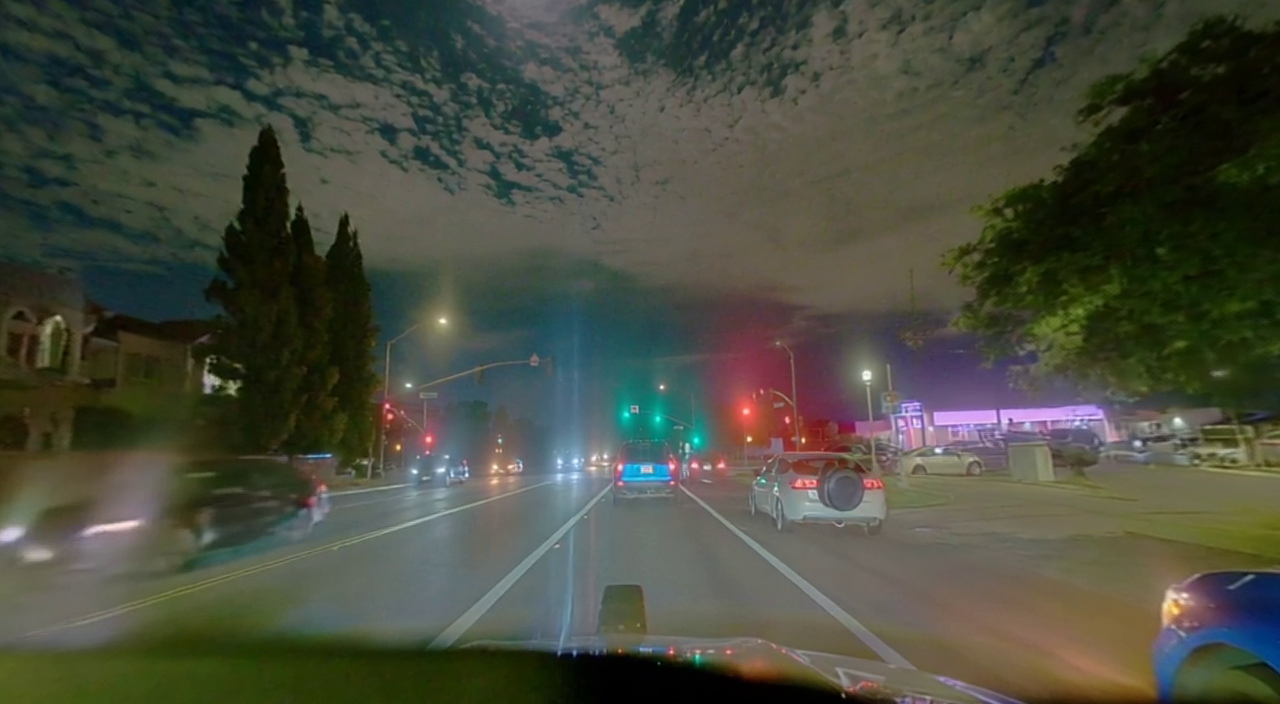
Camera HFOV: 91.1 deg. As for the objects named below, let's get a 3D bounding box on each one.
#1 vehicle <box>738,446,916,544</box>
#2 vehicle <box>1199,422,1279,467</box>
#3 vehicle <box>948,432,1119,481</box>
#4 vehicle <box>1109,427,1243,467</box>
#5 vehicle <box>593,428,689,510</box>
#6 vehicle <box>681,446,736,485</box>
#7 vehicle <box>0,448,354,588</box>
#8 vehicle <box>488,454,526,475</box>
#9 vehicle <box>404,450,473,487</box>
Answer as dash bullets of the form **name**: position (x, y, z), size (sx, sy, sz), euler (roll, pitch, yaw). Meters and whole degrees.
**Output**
- **vehicle**: position (3.263, 2.557, 12.017), size (1.900, 1.478, 4.425), euler (0, -9, -2)
- **vehicle**: position (26.336, 3.840, 26.034), size (4.288, 1.776, 1.928), euler (0, -9, 1)
- **vehicle**: position (13.651, 3.631, 21.986), size (4.648, 1.583, 2.018), euler (0, -9, -2)
- **vehicle**: position (26.693, 4.731, 31.377), size (4.704, 1.919, 2.130), euler (0, -9, -2)
- **vehicle**: position (-0.004, 3.134, 17.248), size (2.296, 1.947, 4.168), euler (0, -9, -1)
- **vehicle**: position (3.267, 5.481, 30.698), size (2.138, 1.729, 4.178), euler (0, -9, -1)
- **vehicle**: position (-6.321, 2.168, 9.191), size (2.054, 1.478, 4.584), euler (0, -9, 0)
- **vehicle**: position (-10.280, 8.707, 48.814), size (1.962, 1.458, 4.505), euler (0, -9, 0)
- **vehicle**: position (-10.587, 6.106, 33.380), size (2.161, 1.764, 4.725), euler (0, -9, -1)
